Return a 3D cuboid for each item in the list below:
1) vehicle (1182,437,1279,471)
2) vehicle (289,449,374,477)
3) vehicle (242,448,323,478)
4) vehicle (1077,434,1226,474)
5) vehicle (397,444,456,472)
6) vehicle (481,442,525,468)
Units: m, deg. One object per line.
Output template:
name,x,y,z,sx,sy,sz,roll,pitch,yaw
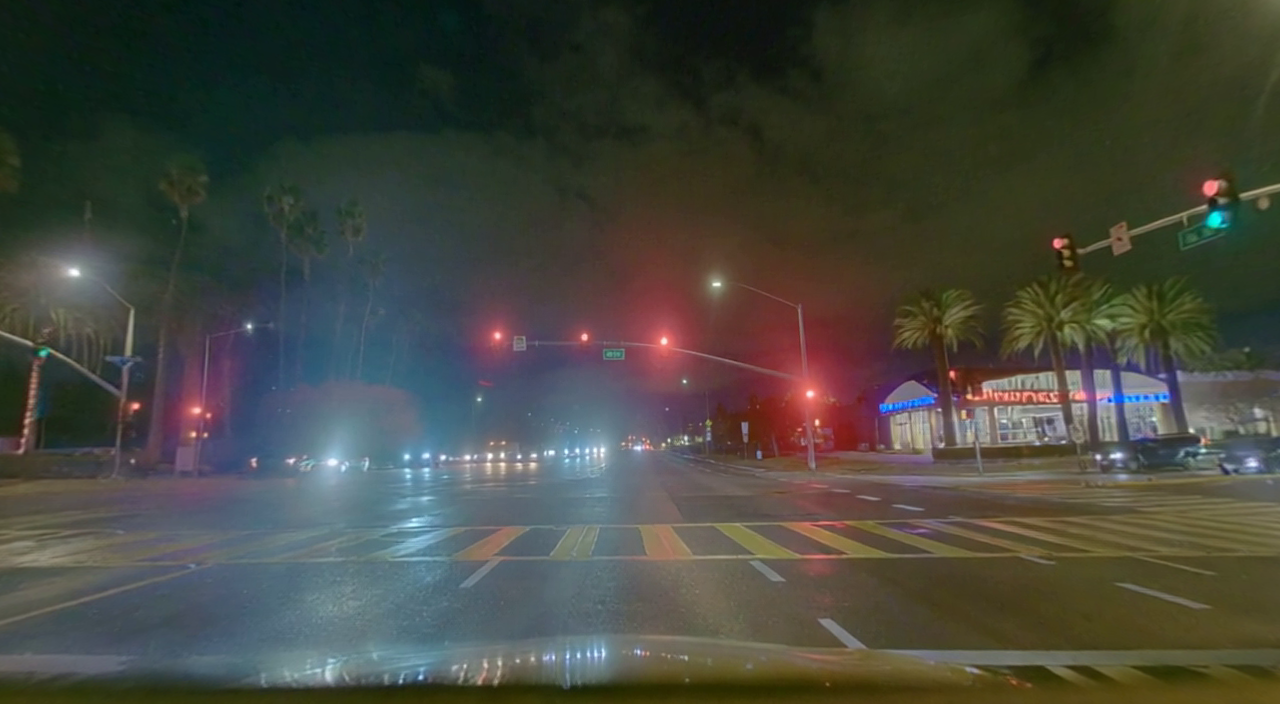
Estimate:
vehicle,27.407,4.599,28.488,4.625,1.451,1.801,1,-9,-9
vehicle,-17.444,6.304,36.066,2.221,1.449,5.092,0,-9,1
vehicle,-21.096,6.541,37.577,2.107,1.642,4.561,0,-9,1
vehicle,22.243,4.446,27.640,4.533,1.676,2.236,0,-9,-1
vehicle,-13.726,6.839,40.948,2.074,1.671,4.755,0,-9,1
vehicle,-9.688,7.312,45.016,2.074,1.681,4.417,0,-9,1
